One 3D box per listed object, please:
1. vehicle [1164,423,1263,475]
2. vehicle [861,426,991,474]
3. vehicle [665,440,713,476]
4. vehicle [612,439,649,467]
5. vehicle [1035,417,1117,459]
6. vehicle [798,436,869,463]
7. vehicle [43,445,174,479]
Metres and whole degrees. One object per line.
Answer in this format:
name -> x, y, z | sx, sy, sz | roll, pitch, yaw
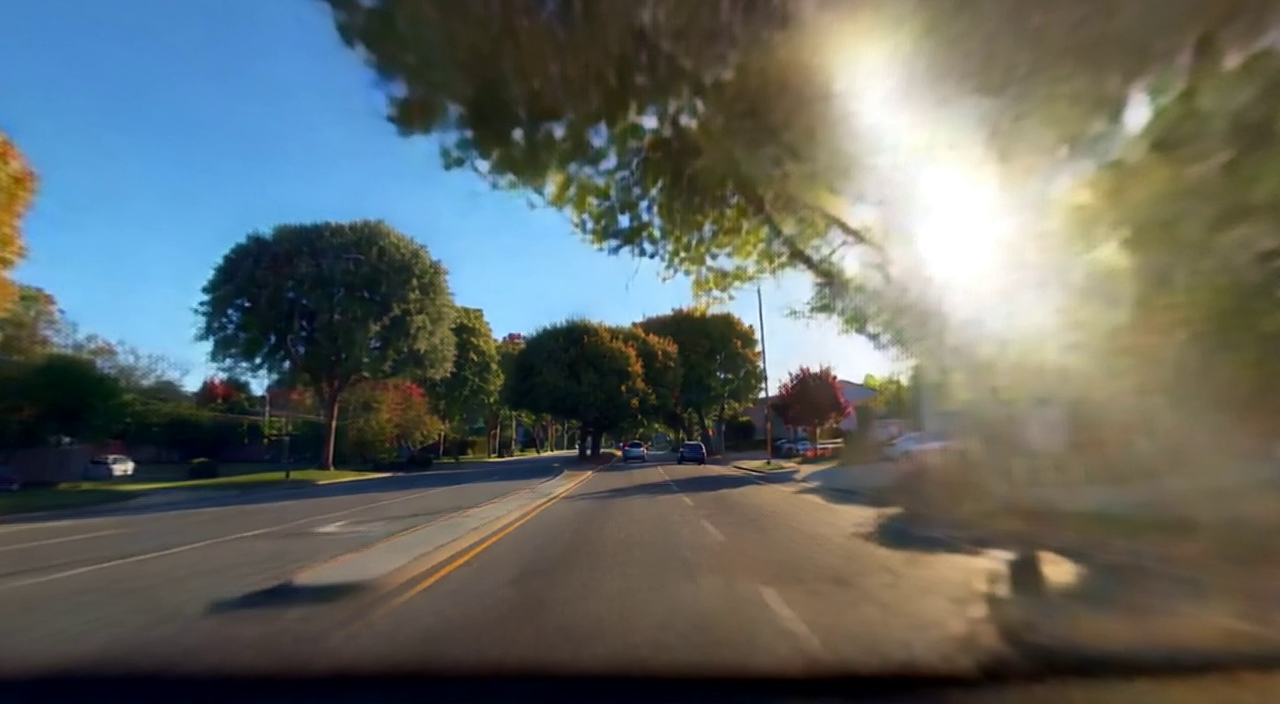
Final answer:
vehicle -> 18.380, 3.069, 20.164 | 4.940, 1.445, 1.885 | 8, -12, -44
vehicle -> 11.191, 3.879, 24.956 | 2.047, 1.682, 4.074 | 8, -12, -40
vehicle -> 2.351, 5.238, 31.453 | 2.003, 1.614, 4.072 | 0, -8, -1
vehicle -> -0.697, 7.154, 45.052 | 2.488, 1.881, 4.814 | 0, -8, -1
vehicle -> 18.637, 3.697, 26.922 | 1.996, 1.607, 4.492 | -8, -12, 44
vehicle -> 11.231, 5.671, 36.781 | 3.486, 1.431, 1.799 | -8, -12, 44
vehicle -> -33.569, 6.921, 40.187 | 5.899, 1.996, 2.367 | 5, -10, -29
